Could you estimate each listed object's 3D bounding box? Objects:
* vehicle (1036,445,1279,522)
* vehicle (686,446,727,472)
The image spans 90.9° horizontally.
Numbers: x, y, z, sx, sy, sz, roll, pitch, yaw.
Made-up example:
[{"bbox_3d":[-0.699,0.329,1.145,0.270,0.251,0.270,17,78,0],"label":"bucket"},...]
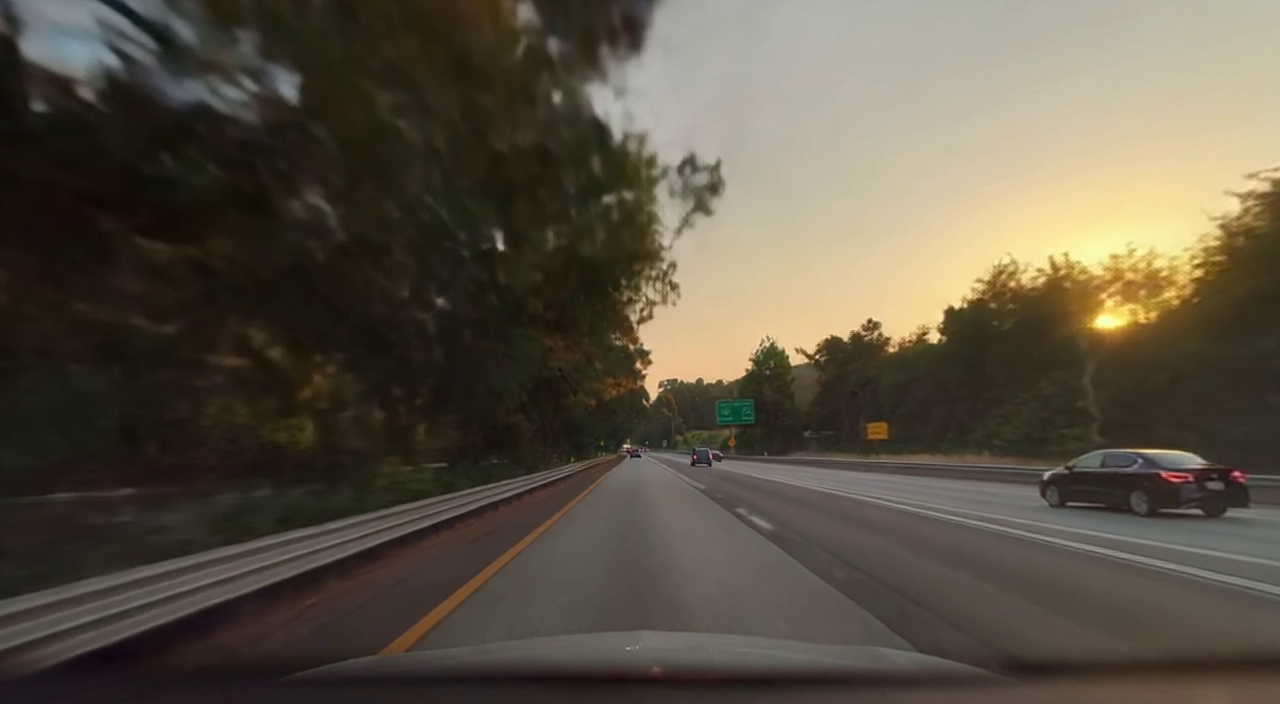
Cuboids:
[{"bbox_3d":[10.768,2.722,13.536,1.926,1.386,3.719,0,-9,-3],"label":"vehicle"},{"bbox_3d":[4.244,6.876,40.673,2.058,1.605,4.116,0,-9,-2],"label":"vehicle"}]
